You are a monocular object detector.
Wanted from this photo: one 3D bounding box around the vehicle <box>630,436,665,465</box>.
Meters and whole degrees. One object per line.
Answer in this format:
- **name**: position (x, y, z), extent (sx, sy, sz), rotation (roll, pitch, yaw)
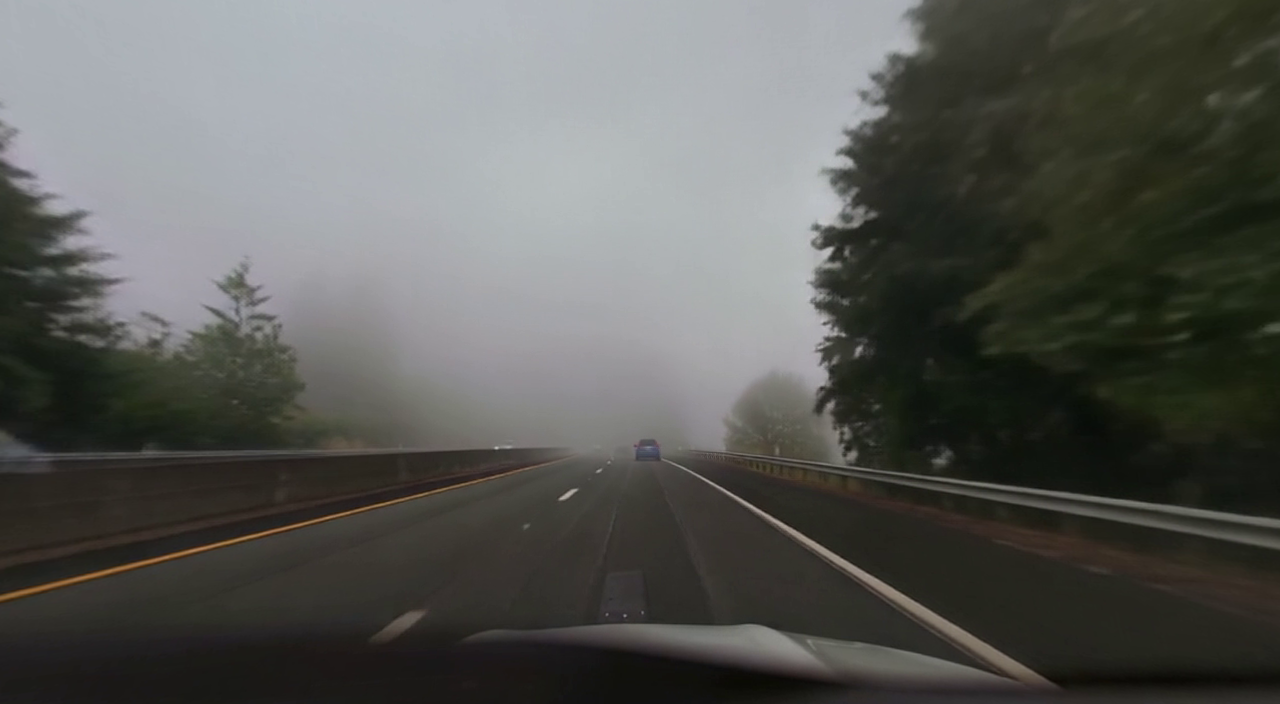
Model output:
- **vehicle**: position (0.426, 6.397, 40.997), extent (2.079, 1.729, 4.380), rotation (0, -8, -2)
